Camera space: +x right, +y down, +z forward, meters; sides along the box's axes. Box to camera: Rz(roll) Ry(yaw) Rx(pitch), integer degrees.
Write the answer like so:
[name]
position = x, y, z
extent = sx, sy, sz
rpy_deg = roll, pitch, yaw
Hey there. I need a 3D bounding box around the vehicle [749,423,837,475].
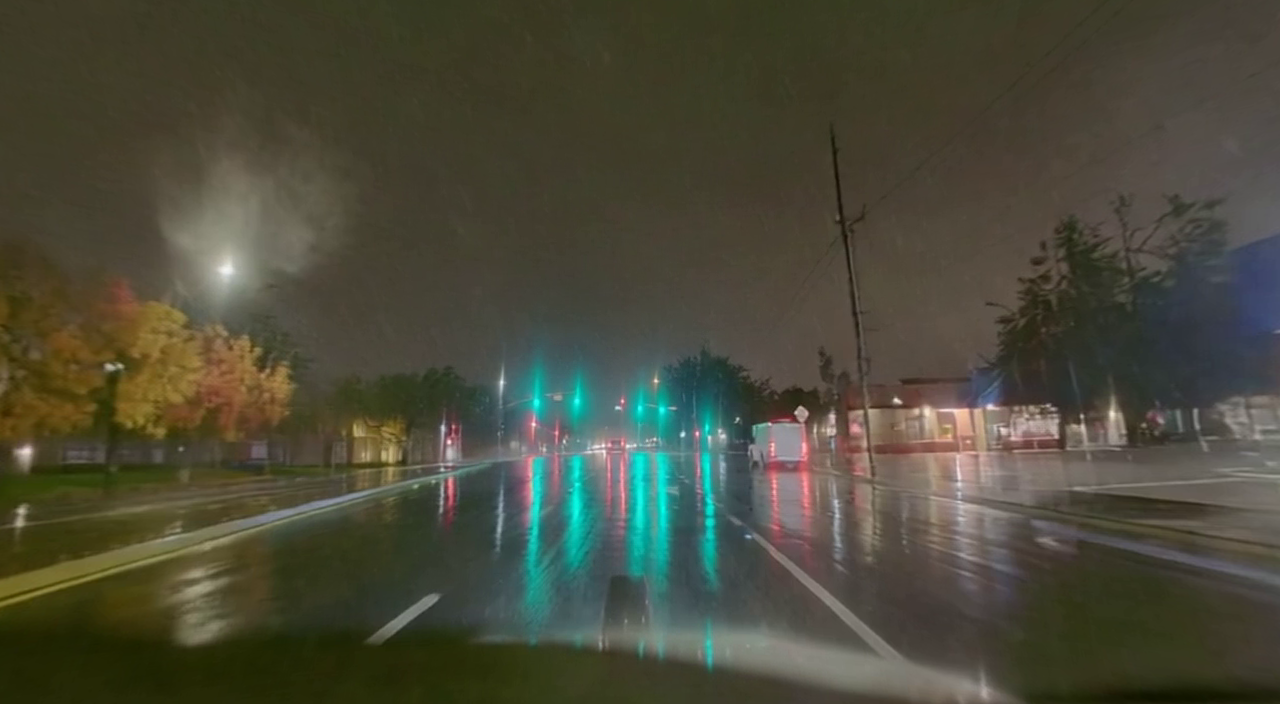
[vehicle]
position = 7.489, 4.892, 31.826
extent = 2.764, 2.327, 6.492
rpy_deg = 0, -8, 0
